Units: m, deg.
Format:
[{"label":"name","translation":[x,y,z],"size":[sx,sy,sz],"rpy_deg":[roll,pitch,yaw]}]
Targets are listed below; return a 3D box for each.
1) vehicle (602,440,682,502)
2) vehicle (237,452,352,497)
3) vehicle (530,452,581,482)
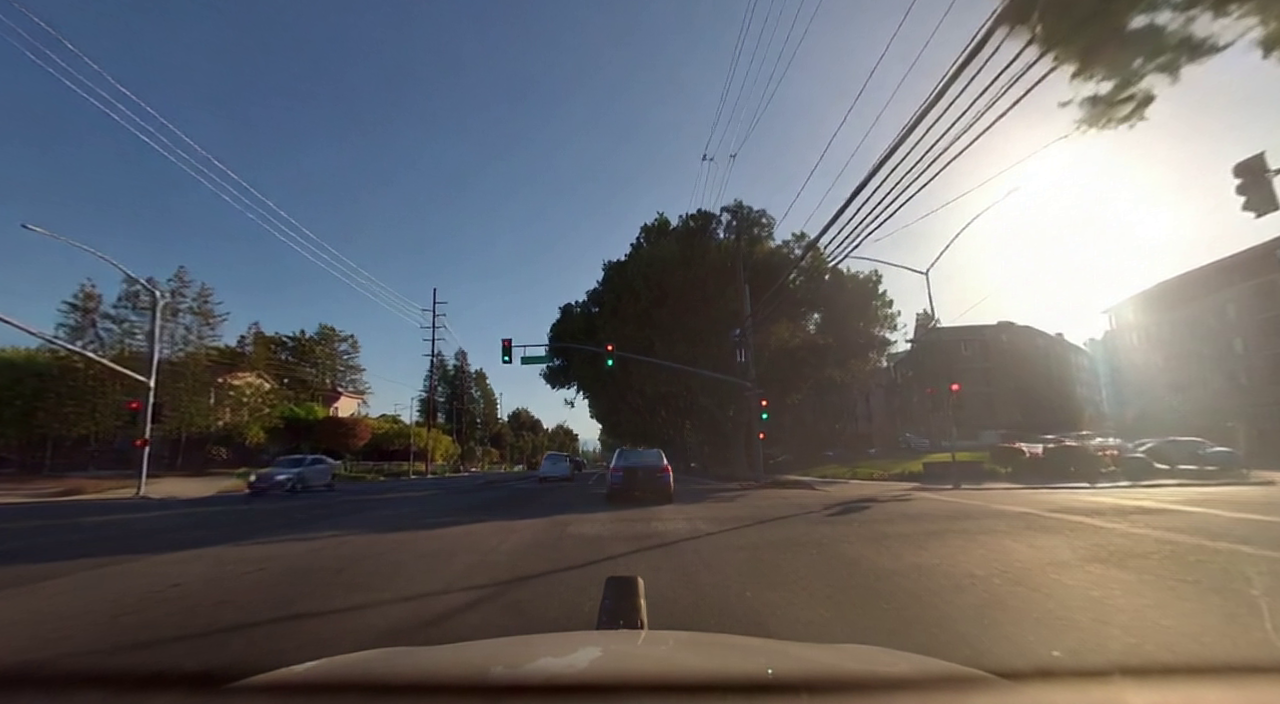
[{"label":"vehicle","translation":[0.018,3.497,18.929],"size":[2.156,1.636,3.923],"rpy_deg":[0,-9,-1]},{"label":"vehicle","translation":[-13.756,4.869,25.532],"size":[2.025,1.571,4.636],"rpy_deg":[0,-9,0]},{"label":"vehicle","translation":[-4.465,6.155,34.005],"size":[2.153,1.474,4.284],"rpy_deg":[0,-9,0]}]
